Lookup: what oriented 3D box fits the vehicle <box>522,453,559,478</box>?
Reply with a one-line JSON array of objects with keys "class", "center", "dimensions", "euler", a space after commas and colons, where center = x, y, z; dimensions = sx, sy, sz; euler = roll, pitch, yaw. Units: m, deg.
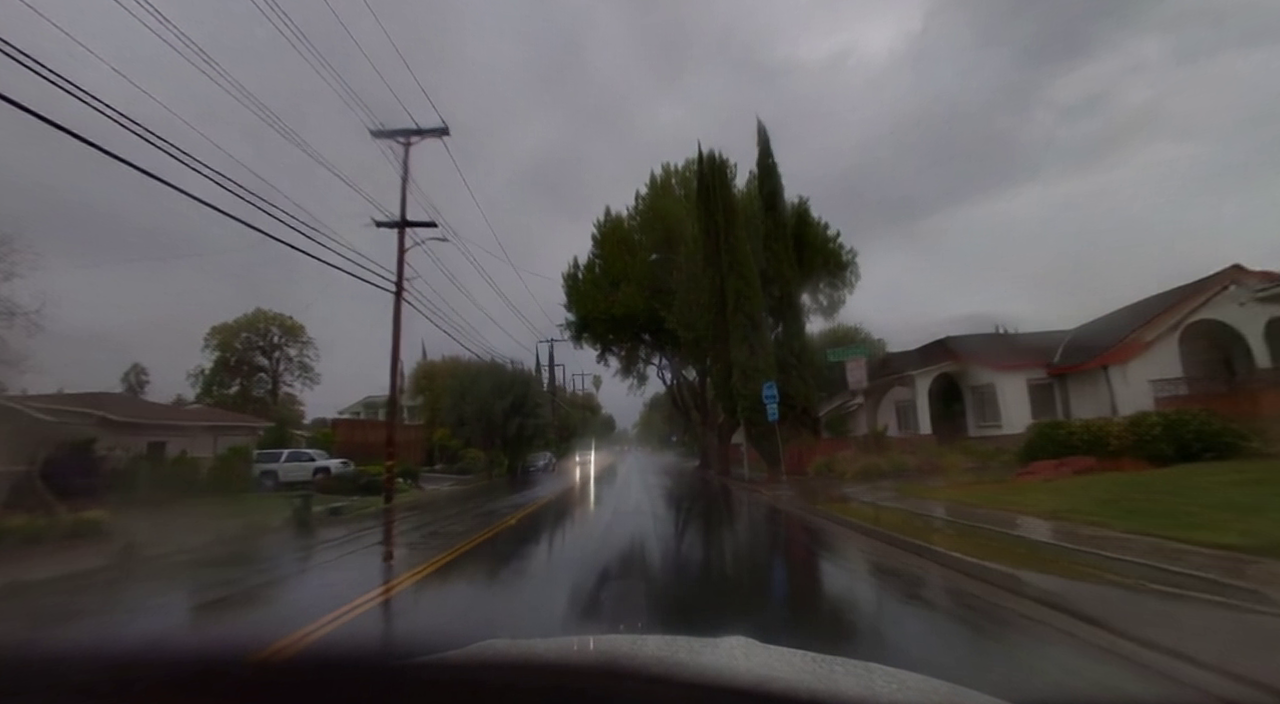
[{"class": "vehicle", "center": [-7.260, 8.331, 46.605], "dimensions": [1.869, 1.442, 4.344], "euler": [-9, -8, -1]}]
